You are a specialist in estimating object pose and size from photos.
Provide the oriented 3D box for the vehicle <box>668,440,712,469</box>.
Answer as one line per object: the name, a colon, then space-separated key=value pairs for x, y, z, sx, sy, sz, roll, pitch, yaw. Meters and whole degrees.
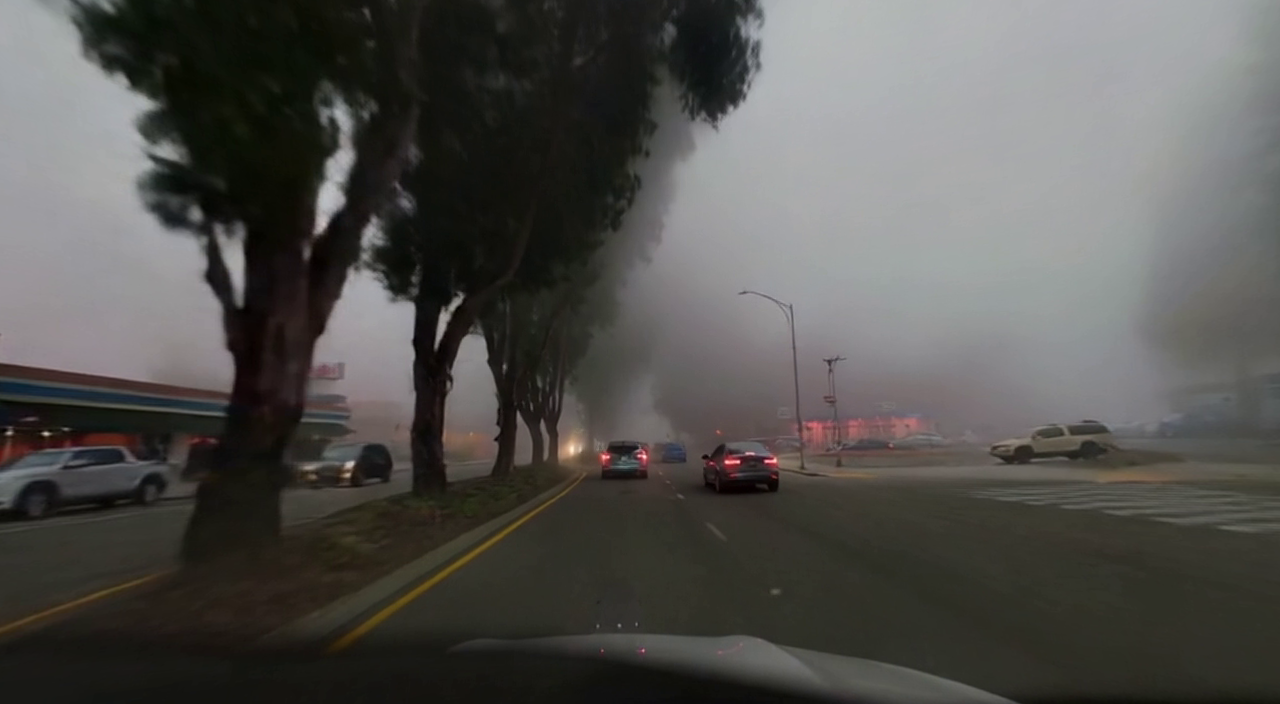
vehicle: x=2.824 y=5.878 z=36.499 sx=2.098 sy=1.527 sz=3.966 roll=0 pitch=-8 yaw=-2

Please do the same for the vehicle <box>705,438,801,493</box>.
vehicle: x=3.302 y=3.417 z=19.388 sx=2.060 sy=1.471 sz=4.168 roll=0 pitch=-8 yaw=-1

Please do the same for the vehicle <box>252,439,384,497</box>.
vehicle: x=-11.178 y=4.027 z=22.476 sx=2.233 sy=1.799 sz=4.700 roll=0 pitch=-8 yaw=-1

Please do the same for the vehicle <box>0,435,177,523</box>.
vehicle: x=-15.348 y=3.275 z=16.920 sx=2.184 sy=1.965 sz=5.078 roll=-2 pitch=-8 yaw=-1

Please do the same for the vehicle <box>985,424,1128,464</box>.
vehicle: x=19.058 y=4.241 z=29.156 sx=4.948 sy=1.733 sz=2.296 roll=0 pitch=-9 yaw=-1

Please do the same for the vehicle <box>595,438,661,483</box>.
vehicle: x=-0.446 y=3.998 z=23.630 sx=2.232 sy=1.508 sz=4.319 roll=0 pitch=-8 yaw=-1
